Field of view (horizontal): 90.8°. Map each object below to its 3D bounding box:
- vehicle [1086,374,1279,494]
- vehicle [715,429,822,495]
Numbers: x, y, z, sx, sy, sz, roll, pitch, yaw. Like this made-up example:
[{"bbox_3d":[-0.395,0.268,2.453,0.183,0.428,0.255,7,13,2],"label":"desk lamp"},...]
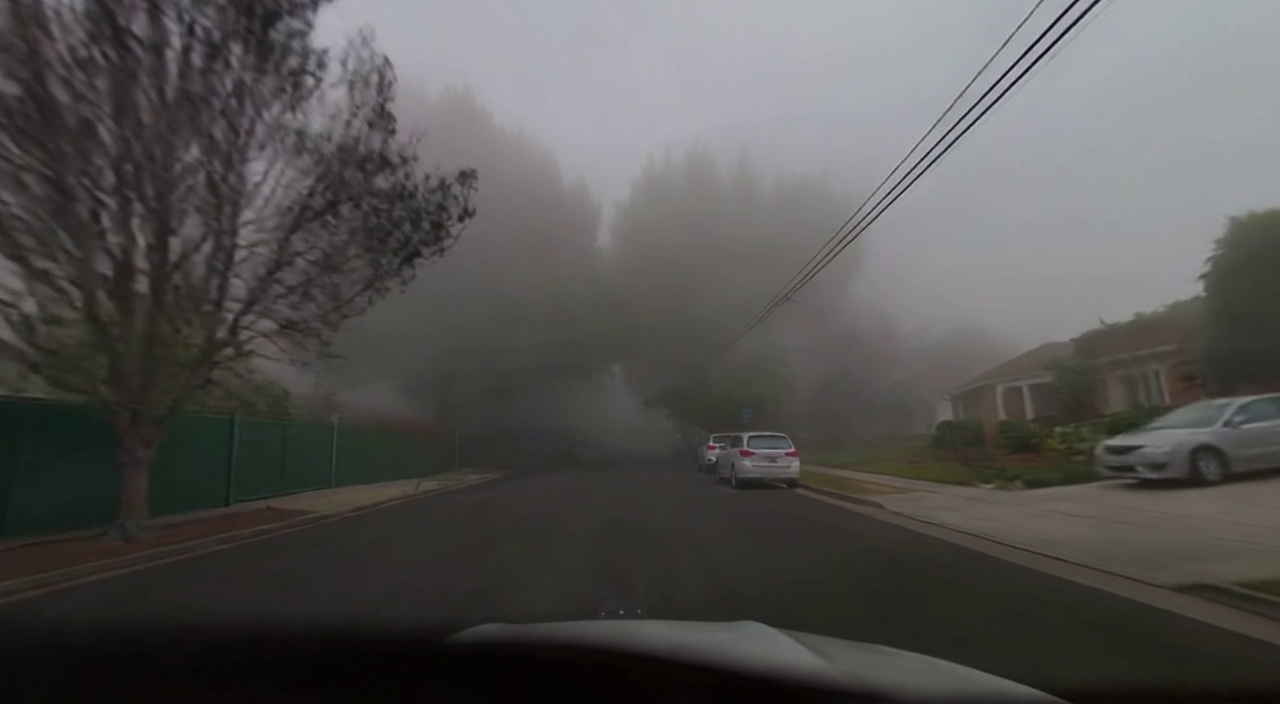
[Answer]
[{"bbox_3d":[10.915,1.379,10.663,5.046,1.800,2.201,0,-8,0],"label":"vehicle"},{"bbox_3d":[3.582,3.175,18.659,2.122,1.673,4.876,0,-8,0],"label":"vehicle"}]
